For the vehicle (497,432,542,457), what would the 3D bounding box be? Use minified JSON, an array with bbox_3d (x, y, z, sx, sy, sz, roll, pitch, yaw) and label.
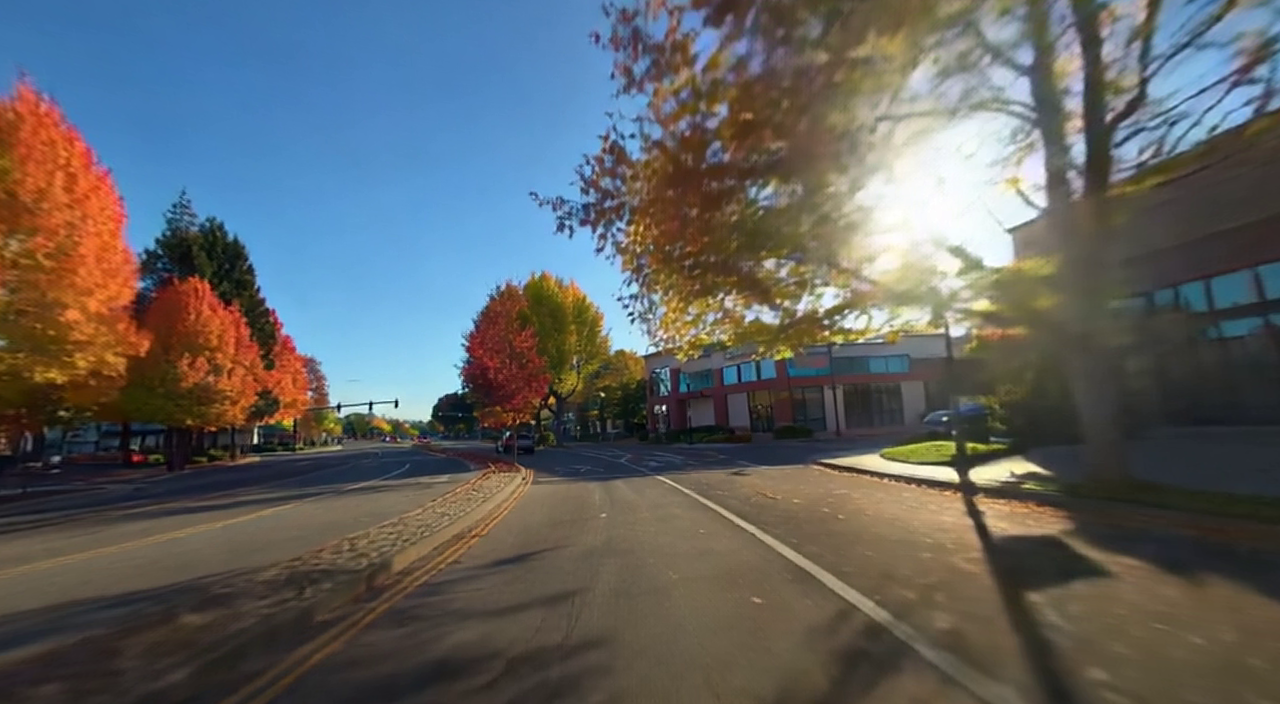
[{"bbox_3d":[-7.879,5.993,40.953,2.018,1.512,4.304,3,-8,-22],"label":"vehicle"}]
